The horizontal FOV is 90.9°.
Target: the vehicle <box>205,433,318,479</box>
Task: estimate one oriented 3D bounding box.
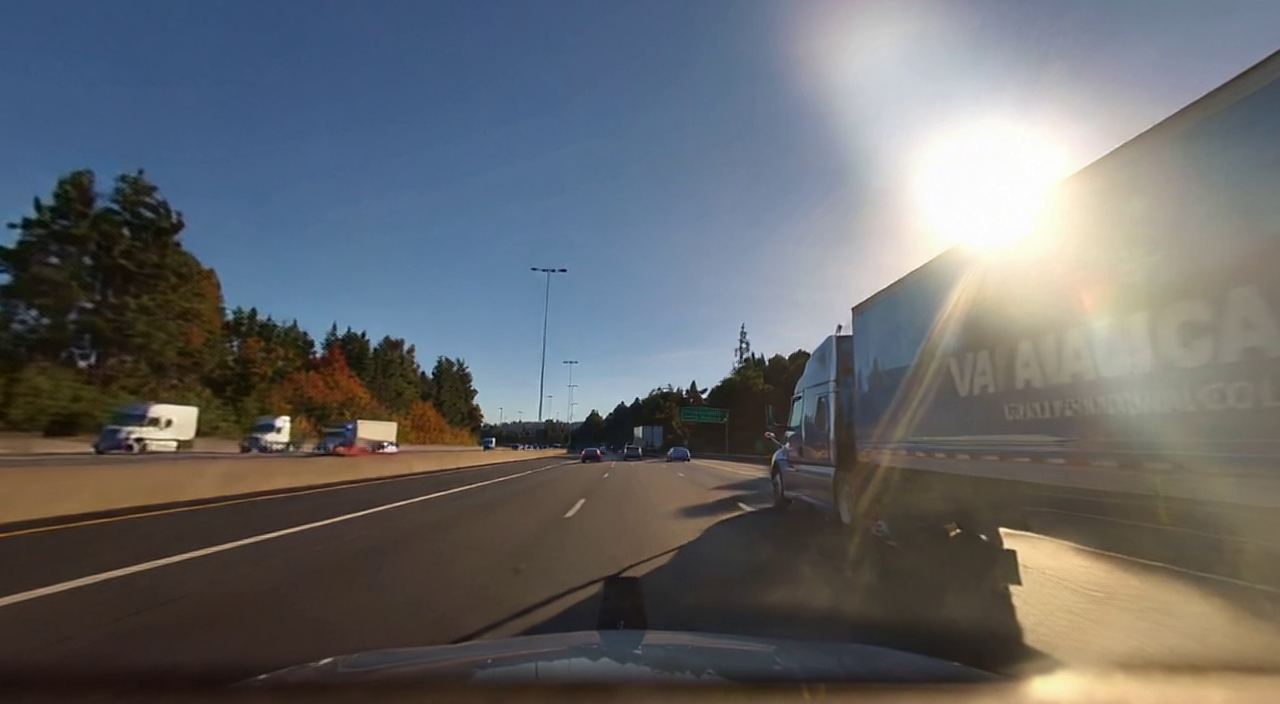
[{"bbox_3d":[-13.919,3.846,23.465,1.949,1.543,3.691,0,-9,-2],"label":"vehicle"}]

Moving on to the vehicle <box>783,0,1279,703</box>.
[{"bbox_3d":[4.406,0.127,5.162,2.847,4.075,14.244,0,-9,-1],"label":"vehicle"}]

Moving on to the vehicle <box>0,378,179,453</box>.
[{"bbox_3d":[-36.191,4.436,40.267,2.904,3.980,13.490,-1,-9,2],"label":"vehicle"}]
